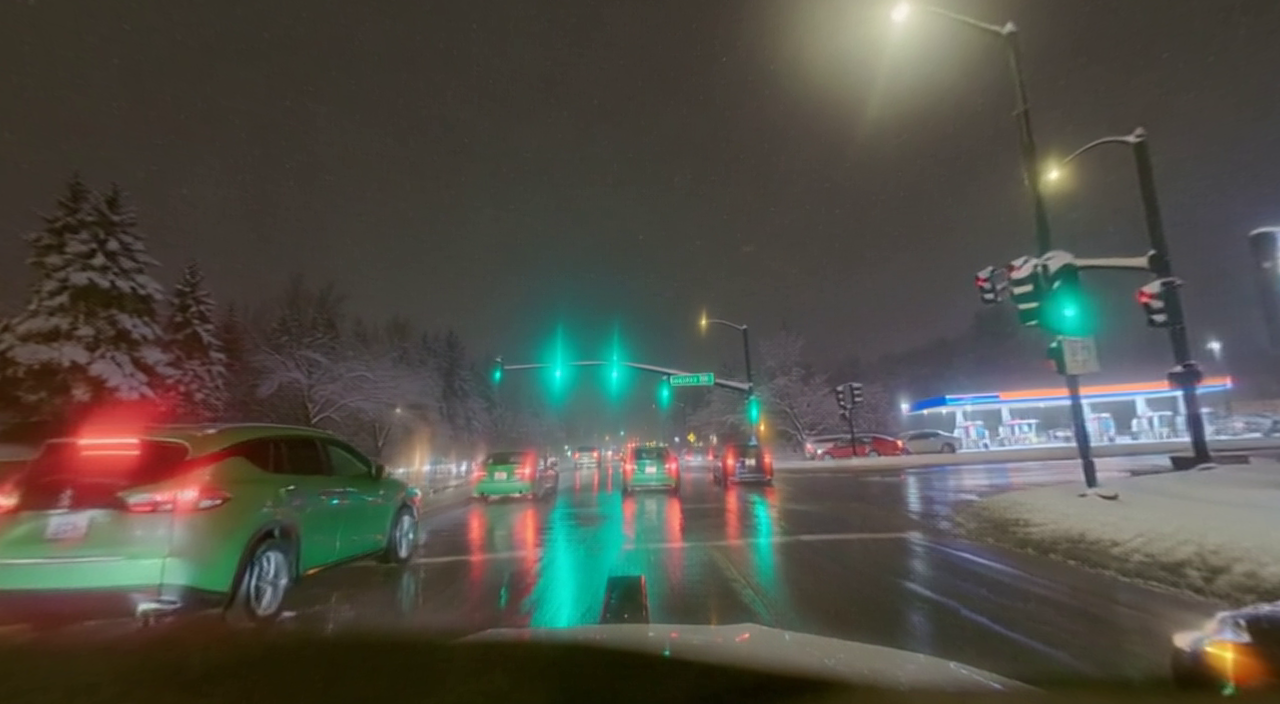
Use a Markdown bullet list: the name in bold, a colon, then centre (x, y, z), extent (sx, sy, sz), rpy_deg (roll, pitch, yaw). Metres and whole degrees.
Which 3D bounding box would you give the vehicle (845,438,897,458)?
- **vehicle**: centre (18.182, 7.572, 49.937), extent (2.081, 1.482, 4.860), rpy_deg (0, -8, -3)

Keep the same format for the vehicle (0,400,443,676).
- **vehicle**: centre (-3.805, 1.510, 6.404), extent (2.023, 1.687, 4.874), rpy_deg (0, -8, 0)

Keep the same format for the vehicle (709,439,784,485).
- **vehicle**: centre (3.766, 3.978, 23.101), extent (1.920, 1.479, 4.548), rpy_deg (0, -8, -1)

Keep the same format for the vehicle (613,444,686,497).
- **vehicle**: centre (0.296, 3.566, 19.350), extent (1.994, 1.433, 3.894), rpy_deg (0, -8, 1)

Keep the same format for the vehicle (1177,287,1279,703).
- **vehicle**: centre (3.245, 0.391, 0.257), extent (1.992, 1.805, 4.549), rpy_deg (0, -8, 0)

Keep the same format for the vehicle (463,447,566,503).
- **vehicle**: centre (-3.575, 3.579, 18.830), extent (1.995, 1.436, 4.500), rpy_deg (-1, -8, 2)

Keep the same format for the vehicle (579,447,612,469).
- **vehicle**: centre (-3.237, 7.844, 46.906), extent (1.896, 1.501, 4.390), rpy_deg (-1, -8, 3)
